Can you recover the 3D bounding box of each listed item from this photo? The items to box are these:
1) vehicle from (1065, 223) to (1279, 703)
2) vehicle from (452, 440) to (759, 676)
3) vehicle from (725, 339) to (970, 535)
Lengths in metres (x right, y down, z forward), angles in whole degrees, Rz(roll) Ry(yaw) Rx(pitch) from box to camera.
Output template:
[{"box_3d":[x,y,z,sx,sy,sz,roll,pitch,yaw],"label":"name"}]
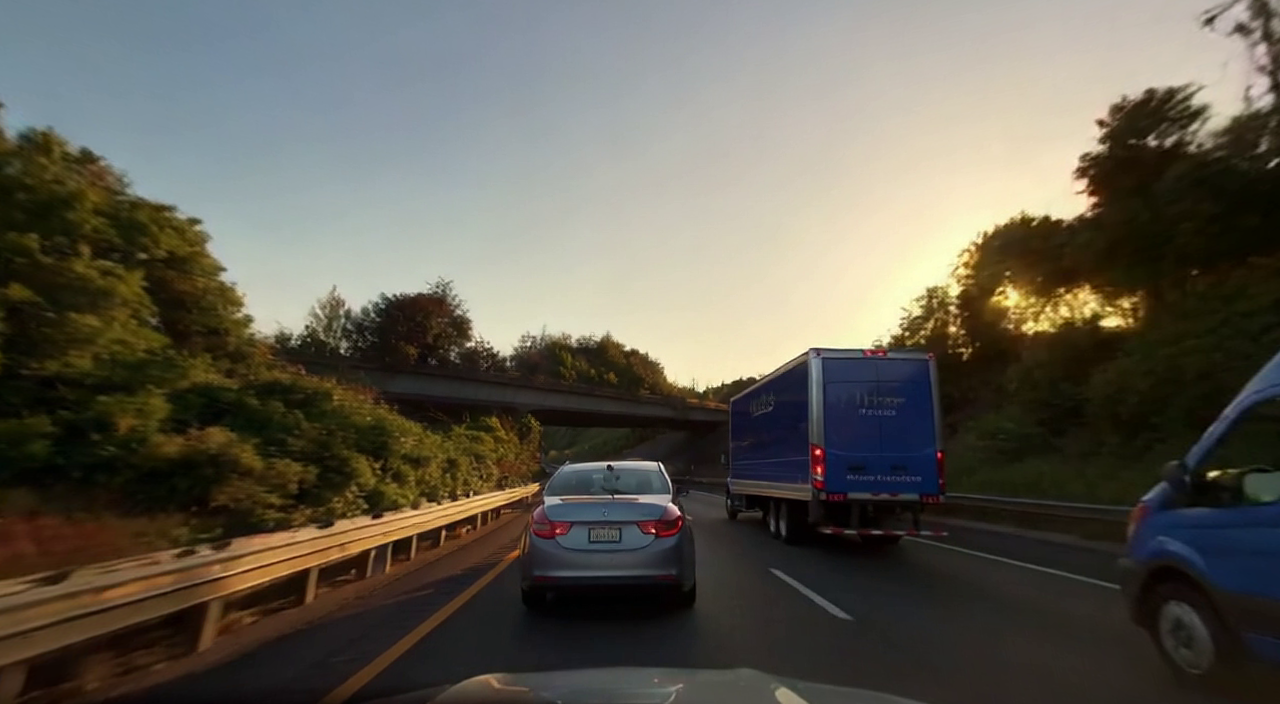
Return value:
[{"box_3d":[4.177,0.446,1.671,2.328,2.537,5.290,1,-11,1],"label":"vehicle"},{"box_3d":[-0.248,1.666,5.877,1.980,1.493,3.410,1,-11,-1],"label":"vehicle"},{"box_3d":[4.966,2.733,18.449,2.936,3.972,11.144,1,-11,-2],"label":"vehicle"}]
